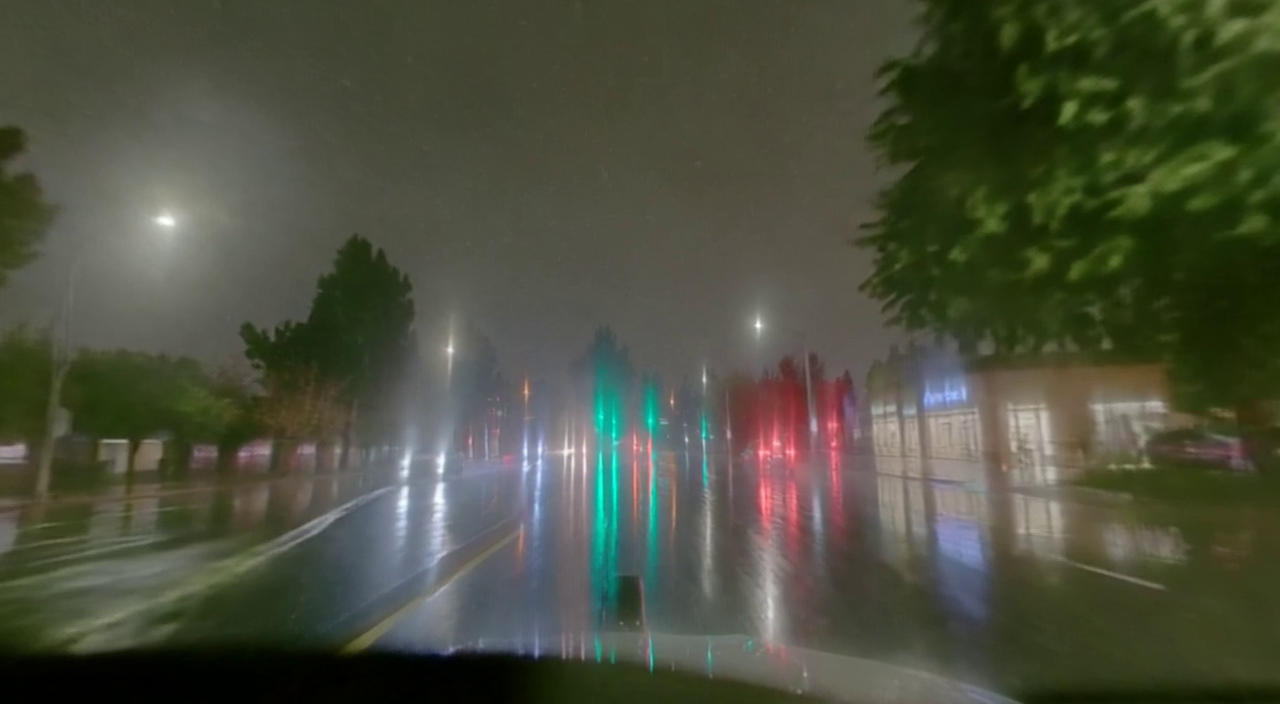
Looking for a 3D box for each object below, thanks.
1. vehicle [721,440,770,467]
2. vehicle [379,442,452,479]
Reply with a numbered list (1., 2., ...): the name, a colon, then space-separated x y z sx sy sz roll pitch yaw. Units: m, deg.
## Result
1. vehicle: 6.238 6.038 37.866 2.024 1.475 4.600 0 -8 -2
2. vehicle: -9.817 4.739 27.956 1.676 1.469 4.362 0 -8 -1
